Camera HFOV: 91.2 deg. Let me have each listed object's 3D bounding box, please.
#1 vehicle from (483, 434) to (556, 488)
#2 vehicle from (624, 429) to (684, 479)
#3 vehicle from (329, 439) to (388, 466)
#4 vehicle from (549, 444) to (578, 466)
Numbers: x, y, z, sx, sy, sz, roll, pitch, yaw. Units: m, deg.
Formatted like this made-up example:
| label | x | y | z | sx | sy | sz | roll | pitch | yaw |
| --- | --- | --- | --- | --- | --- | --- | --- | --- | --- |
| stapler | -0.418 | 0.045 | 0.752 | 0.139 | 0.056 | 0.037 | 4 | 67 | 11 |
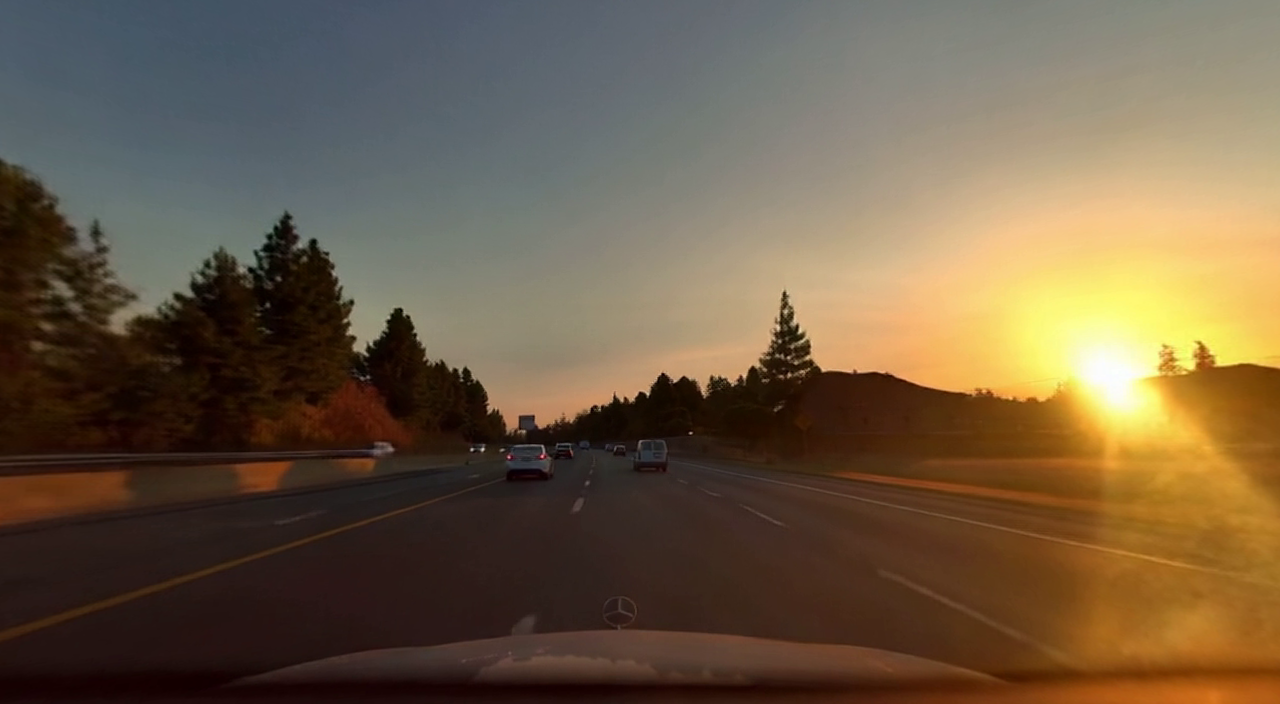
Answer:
| label | x | y | z | sx | sy | sz | roll | pitch | yaw |
| --- | --- | --- | --- | --- | --- | --- | --- | --- | --- |
| vehicle | -4.189 | 3.878 | 22.530 | 1.963 | 1.711 | 4.284 | 0 | -9 | -3 |
| vehicle | 0.503 | 4.397 | 27.061 | 2.179 | 1.930 | 4.538 | 0 | -9 | -4 |
| vehicle | -18.034 | 6.483 | 40.413 | 1.983 | 1.629 | 4.235 | 0 | -9 | -3 |
| vehicle | -5.513 | 7.519 | 45.798 | 1.809 | 1.510 | 4.235 | 0 | -9 | -3 |
